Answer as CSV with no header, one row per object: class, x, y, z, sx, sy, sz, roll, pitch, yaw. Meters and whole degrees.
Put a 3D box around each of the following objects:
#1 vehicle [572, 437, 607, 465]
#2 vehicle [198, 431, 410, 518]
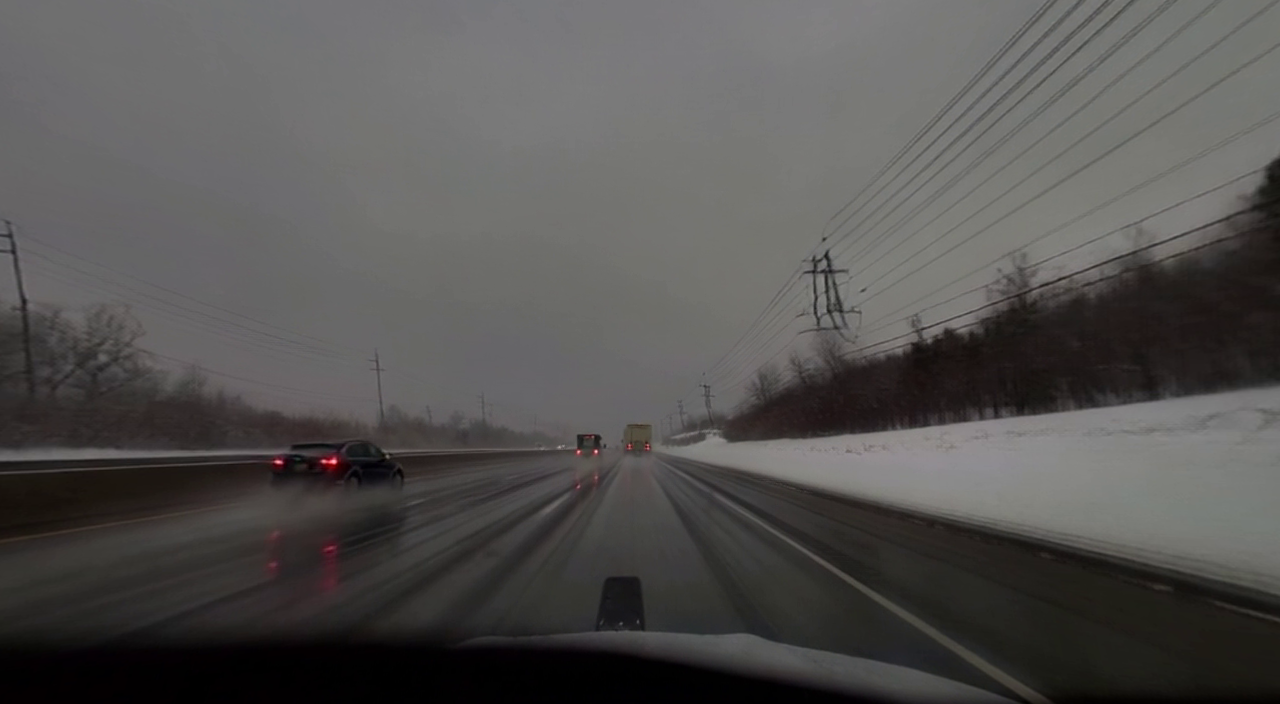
vehicle,-3.685,7.355,46.985,2.207,1.949,4.911,0,-9,0
vehicle,-6.951,2.585,13.801,2.066,1.558,4.607,0,-9,0
